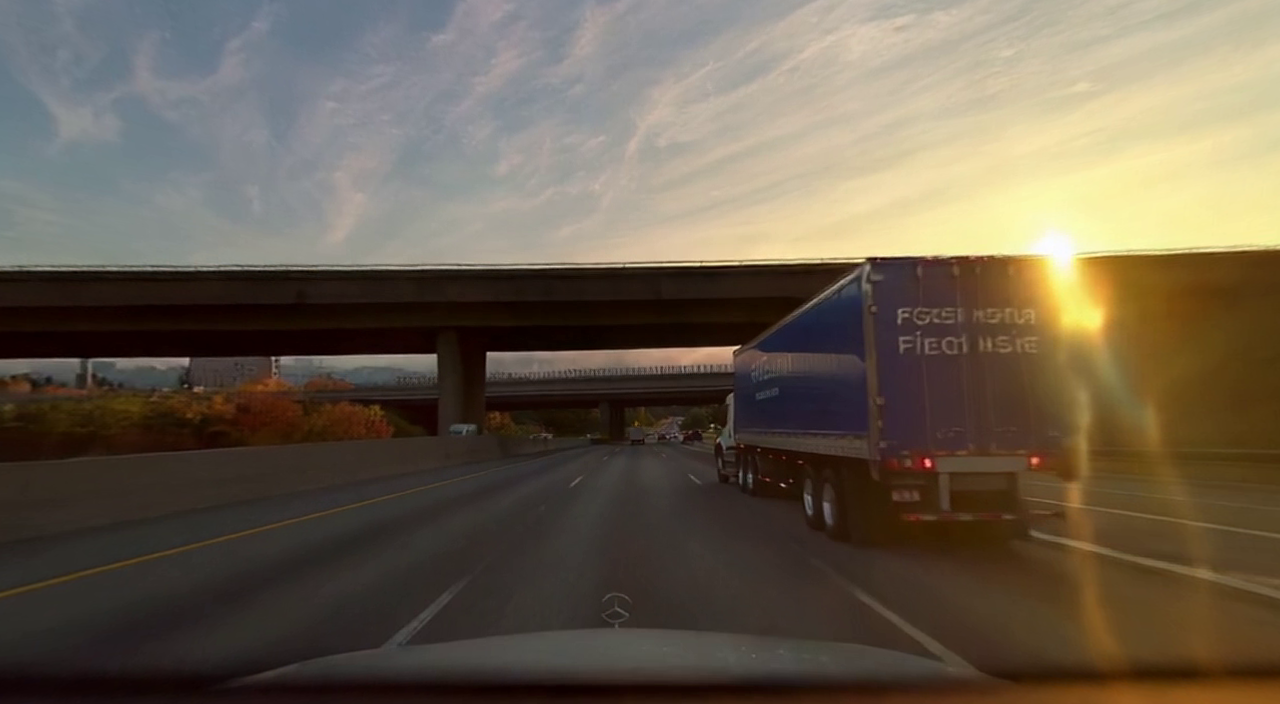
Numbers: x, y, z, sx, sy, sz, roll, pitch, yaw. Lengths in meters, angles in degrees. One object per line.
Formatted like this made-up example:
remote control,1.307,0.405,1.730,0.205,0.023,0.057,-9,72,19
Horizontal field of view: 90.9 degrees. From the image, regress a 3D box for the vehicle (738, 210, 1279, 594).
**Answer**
vehicle,4.088,1.100,11.055,2.849,3.391,11.018,0,-8,-1
